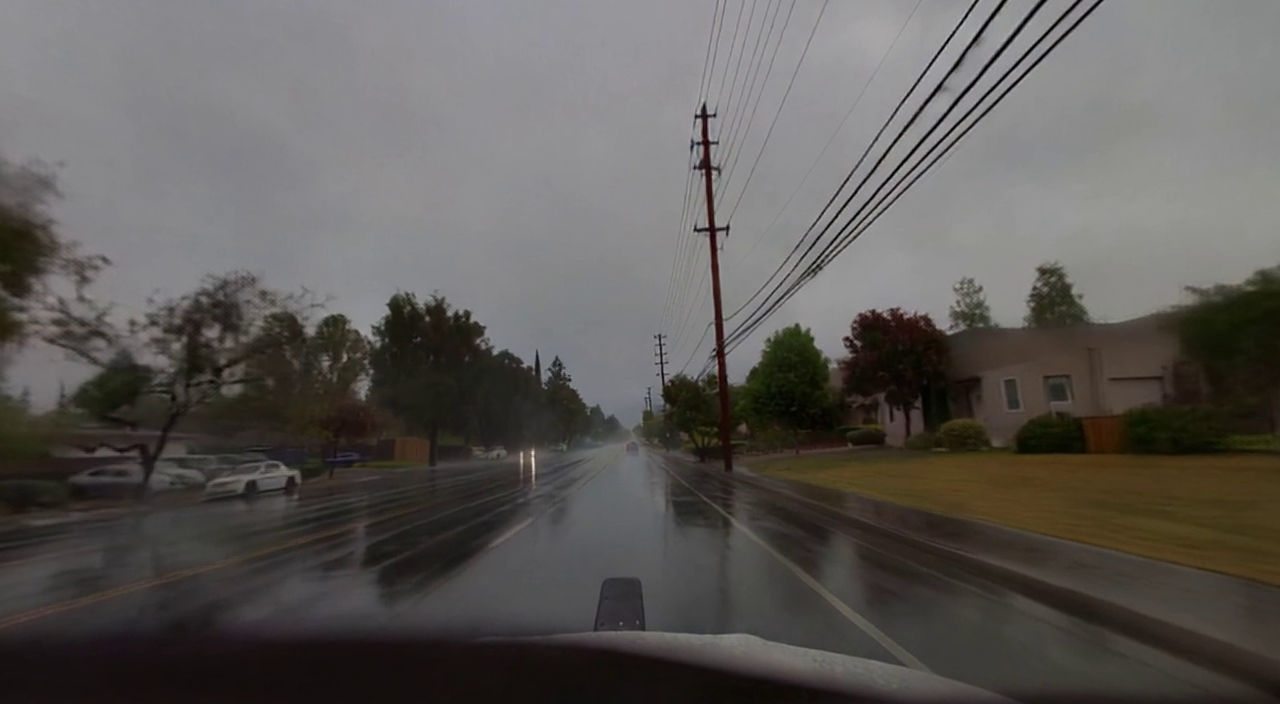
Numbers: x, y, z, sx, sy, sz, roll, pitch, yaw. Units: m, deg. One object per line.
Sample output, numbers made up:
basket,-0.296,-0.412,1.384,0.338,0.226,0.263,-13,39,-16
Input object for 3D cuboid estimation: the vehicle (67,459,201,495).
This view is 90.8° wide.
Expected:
vehicle,-22.386,5.521,28.089,4.243,1.455,2.005,0,-9,1

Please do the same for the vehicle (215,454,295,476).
vehicle,-28.612,8.389,47.058,4.599,1.533,2.029,0,-8,2
